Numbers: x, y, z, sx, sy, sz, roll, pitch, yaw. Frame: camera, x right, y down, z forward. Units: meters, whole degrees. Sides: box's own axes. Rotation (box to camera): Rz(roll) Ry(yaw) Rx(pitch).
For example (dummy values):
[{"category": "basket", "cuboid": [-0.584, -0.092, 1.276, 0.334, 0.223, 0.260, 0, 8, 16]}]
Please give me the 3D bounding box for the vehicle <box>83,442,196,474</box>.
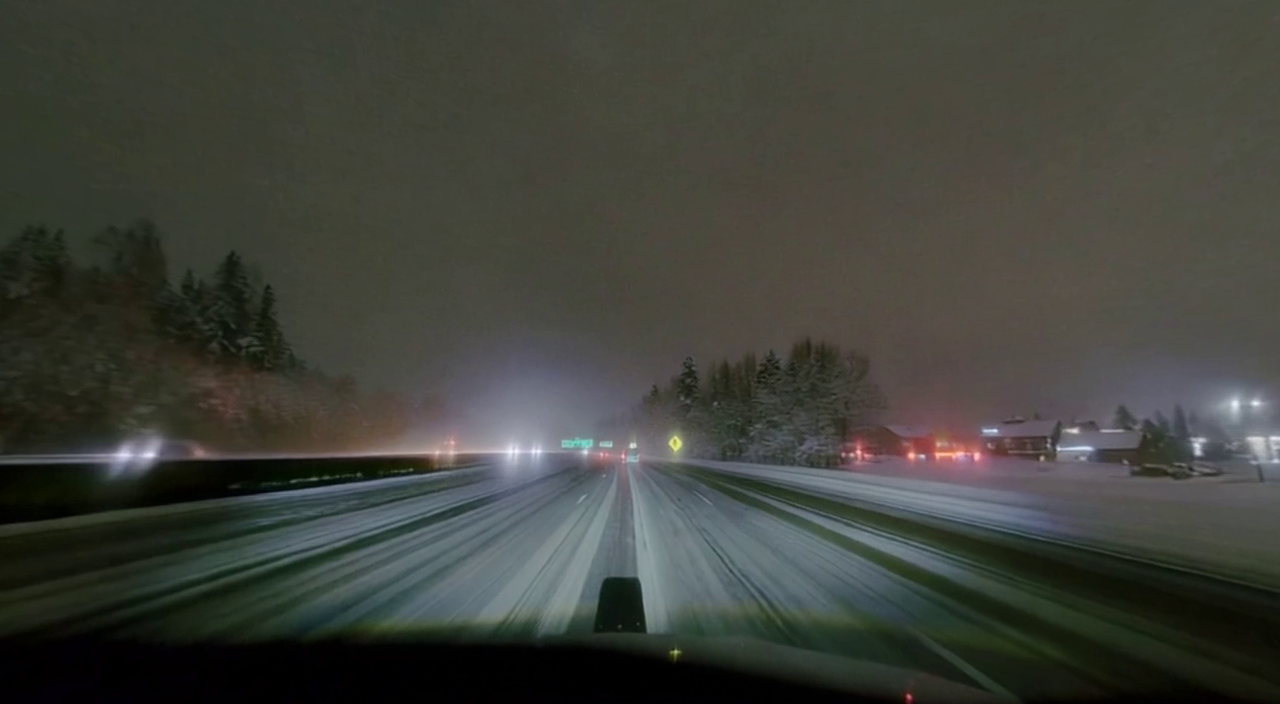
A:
[{"category": "vehicle", "cuboid": [-24.643, 5.233, 31.341, 1.799, 1.465, 4.657, 0, -9, 0]}]
